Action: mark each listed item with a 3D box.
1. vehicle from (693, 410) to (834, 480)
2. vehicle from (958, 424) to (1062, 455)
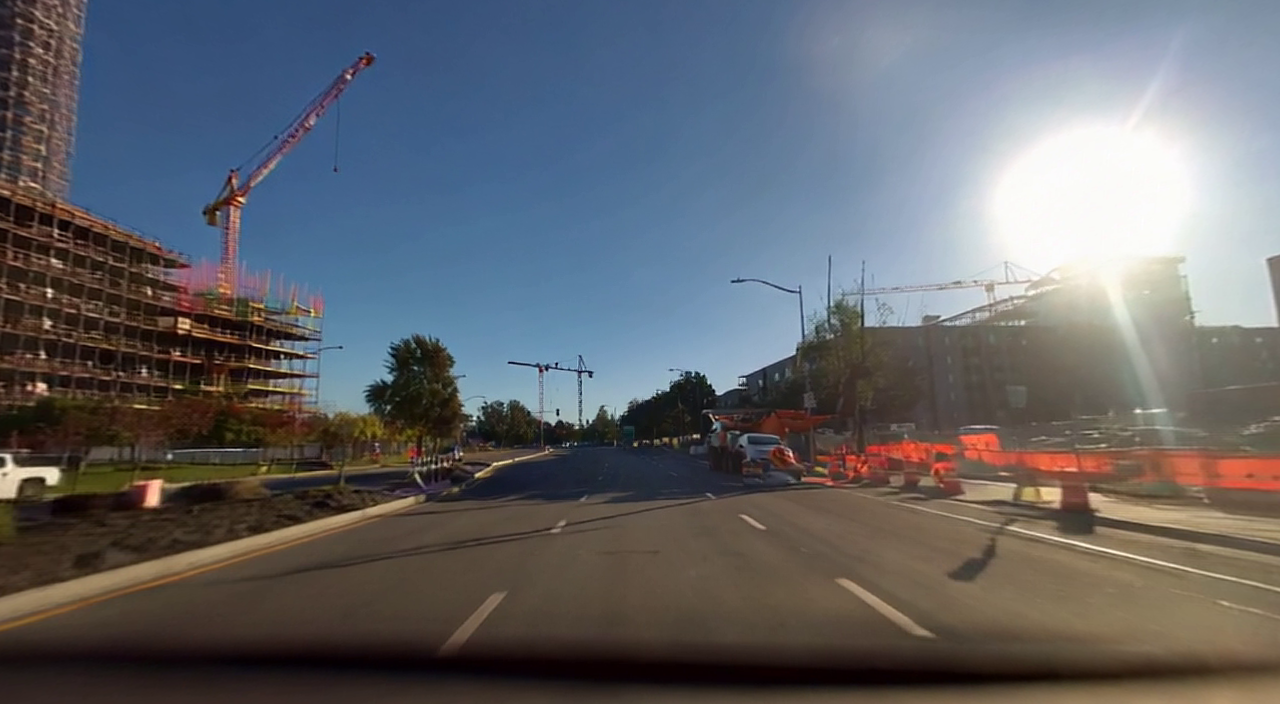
[{"bbox_3d":[5.746,4.552,31.053,3.060,2.963,7.552,3,-9,-23],"label":"vehicle"},{"bbox_3d":[25.295,6.049,43.286,2.420,1.790,5.514,0,-8,-35],"label":"vehicle"}]
